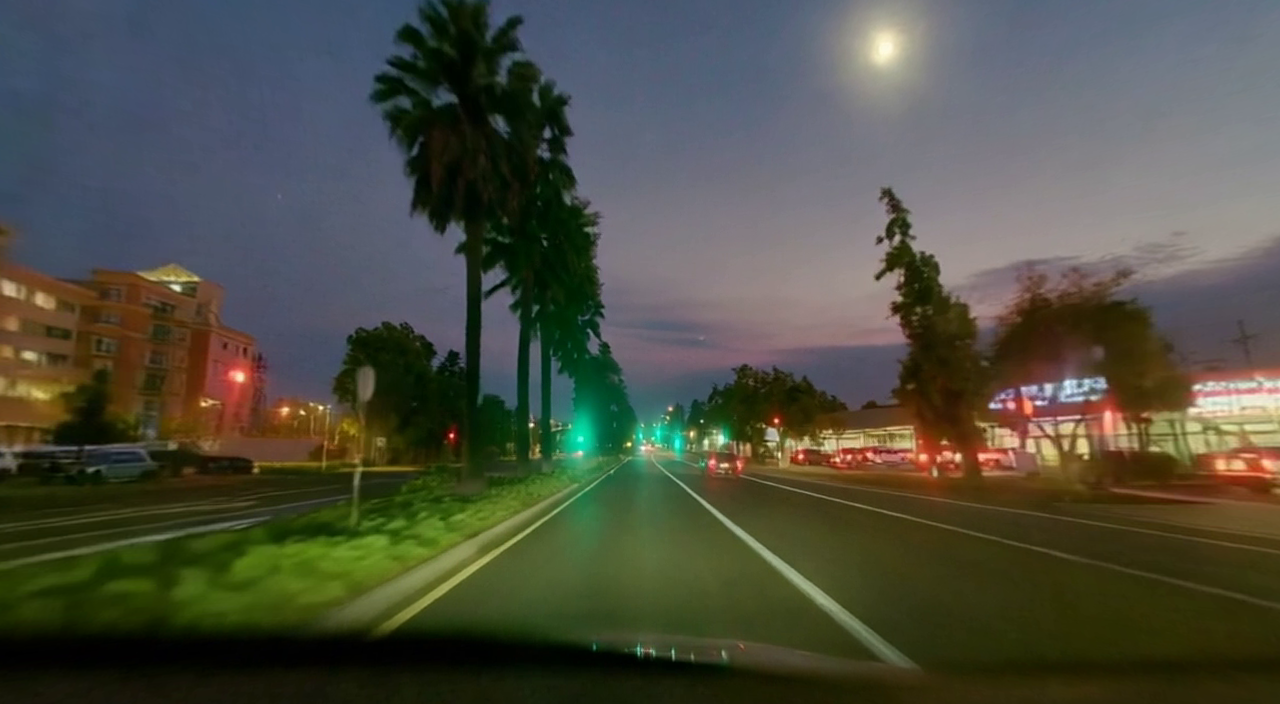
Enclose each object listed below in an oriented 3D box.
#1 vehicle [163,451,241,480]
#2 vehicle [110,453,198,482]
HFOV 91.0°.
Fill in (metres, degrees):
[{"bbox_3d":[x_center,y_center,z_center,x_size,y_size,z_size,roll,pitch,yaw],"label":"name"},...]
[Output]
[{"bbox_3d":[-26.579,6.918,38.394,1.914,1.581,4.486,-1,-9,-6],"label":"vehicle"},{"bbox_3d":[-29.108,6.902,37.853,1.883,1.575,4.314,-1,-10,-1],"label":"vehicle"}]
